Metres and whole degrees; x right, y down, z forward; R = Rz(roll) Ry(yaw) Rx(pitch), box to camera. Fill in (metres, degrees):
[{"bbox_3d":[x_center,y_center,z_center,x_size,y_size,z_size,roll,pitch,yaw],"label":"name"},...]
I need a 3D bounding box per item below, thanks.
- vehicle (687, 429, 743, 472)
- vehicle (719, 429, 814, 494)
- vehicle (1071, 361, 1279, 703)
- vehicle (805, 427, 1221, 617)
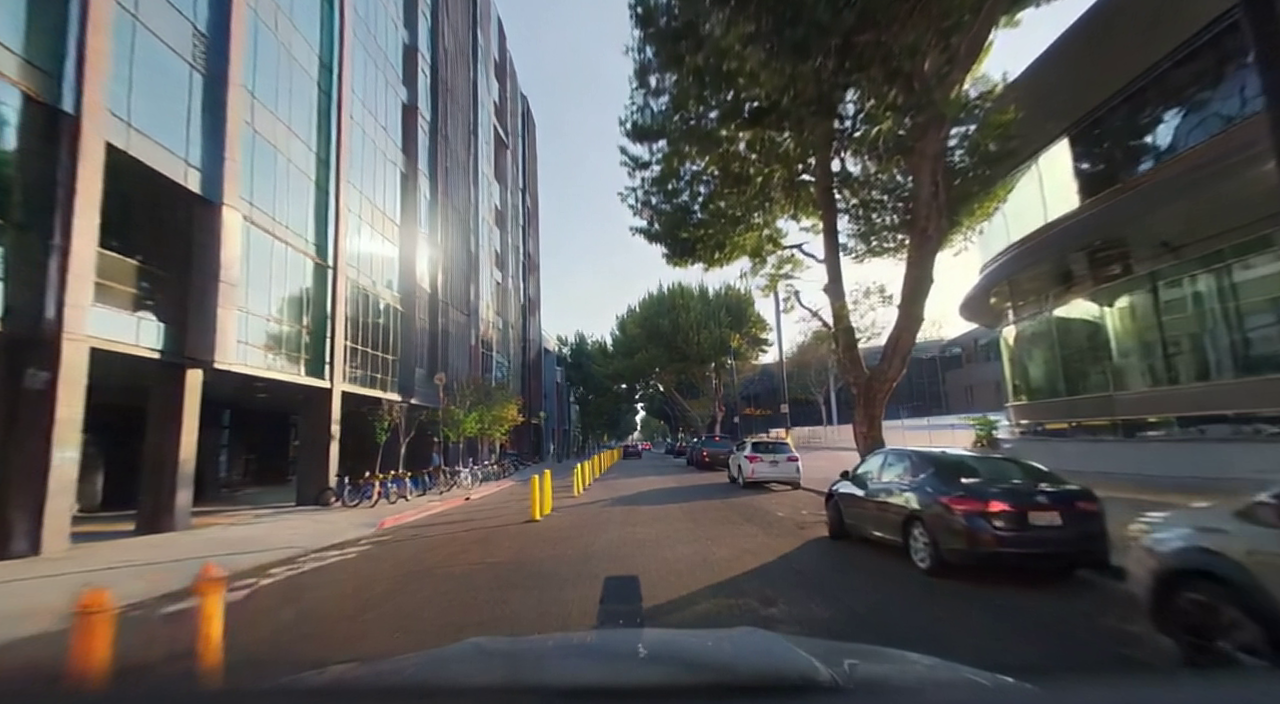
[{"bbox_3d":[3.522,4.733,30.541,2.127,1.864,4.892,0,-8,1],"label":"vehicle"},{"bbox_3d":[3.813,3.389,19.881,1.999,1.769,4.191,-1,-8,-2],"label":"vehicle"},{"bbox_3d":[3.793,0.727,1.796,1.918,1.674,4.464,-1,-8,0],"label":"vehicle"},{"bbox_3d":[3.729,1.754,7.725,1.926,1.509,4.985,-1,-8,-2],"label":"vehicle"}]
